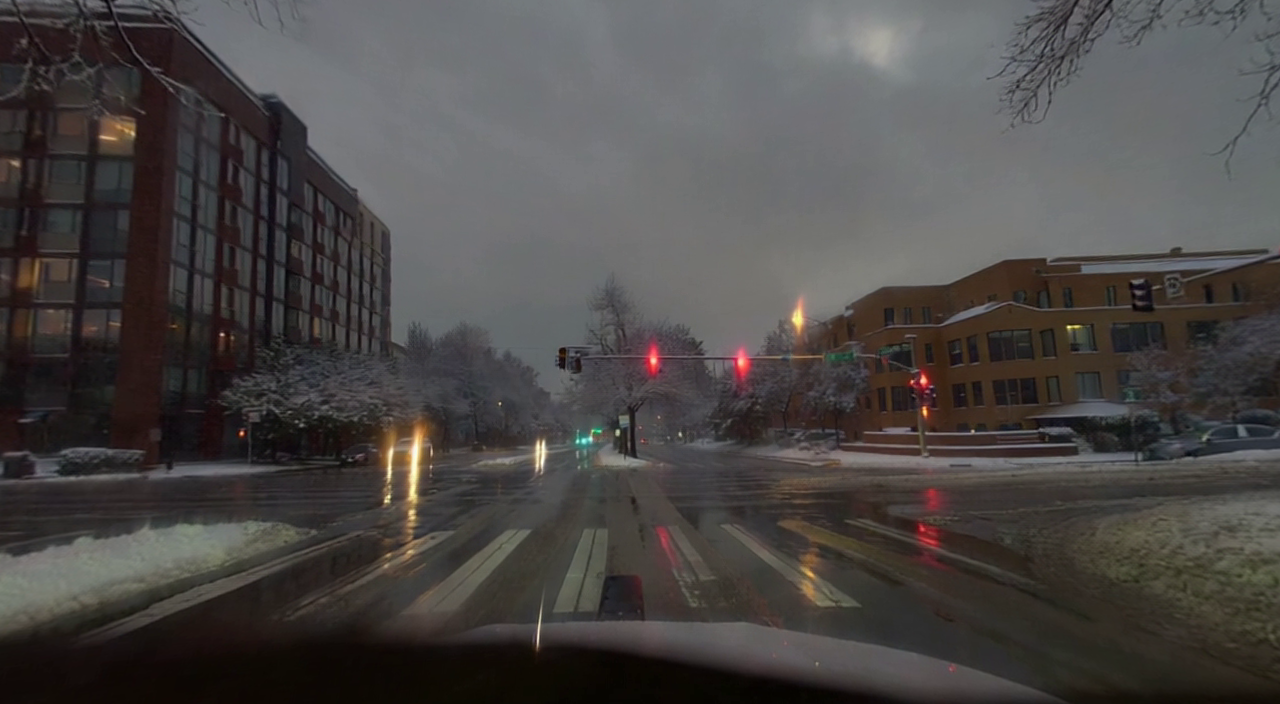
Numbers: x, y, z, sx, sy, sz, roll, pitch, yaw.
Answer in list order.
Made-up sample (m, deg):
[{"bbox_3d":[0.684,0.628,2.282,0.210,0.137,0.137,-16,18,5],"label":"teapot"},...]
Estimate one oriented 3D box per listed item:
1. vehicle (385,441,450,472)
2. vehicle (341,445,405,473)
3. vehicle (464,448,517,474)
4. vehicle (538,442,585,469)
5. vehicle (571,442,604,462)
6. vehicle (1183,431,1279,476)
[{"bbox_3d":[-15.123,7.124,43.262,2.340,1.946,5.450,-1,-9,1],"label":"vehicle"},{"bbox_3d":[-18.532,7.413,44.083,2.237,1.842,5.116,0,-9,0],"label":"vehicle"},{"bbox_3d":[-7.940,5.802,33.952,1.910,1.288,4.093,0,-9,-1],"label":"vehicle"},{"bbox_3d":[-4.558,6.072,37.236,2.109,1.461,4.637,0,-9,1],"label":"vehicle"},{"bbox_3d":[-4.040,7.832,49.458,2.115,1.445,4.864,0,-9,1],"label":"vehicle"},{"bbox_3d":[22.328,3.567,22.354,4.474,1.477,1.908,0,-9,-3],"label":"vehicle"}]
